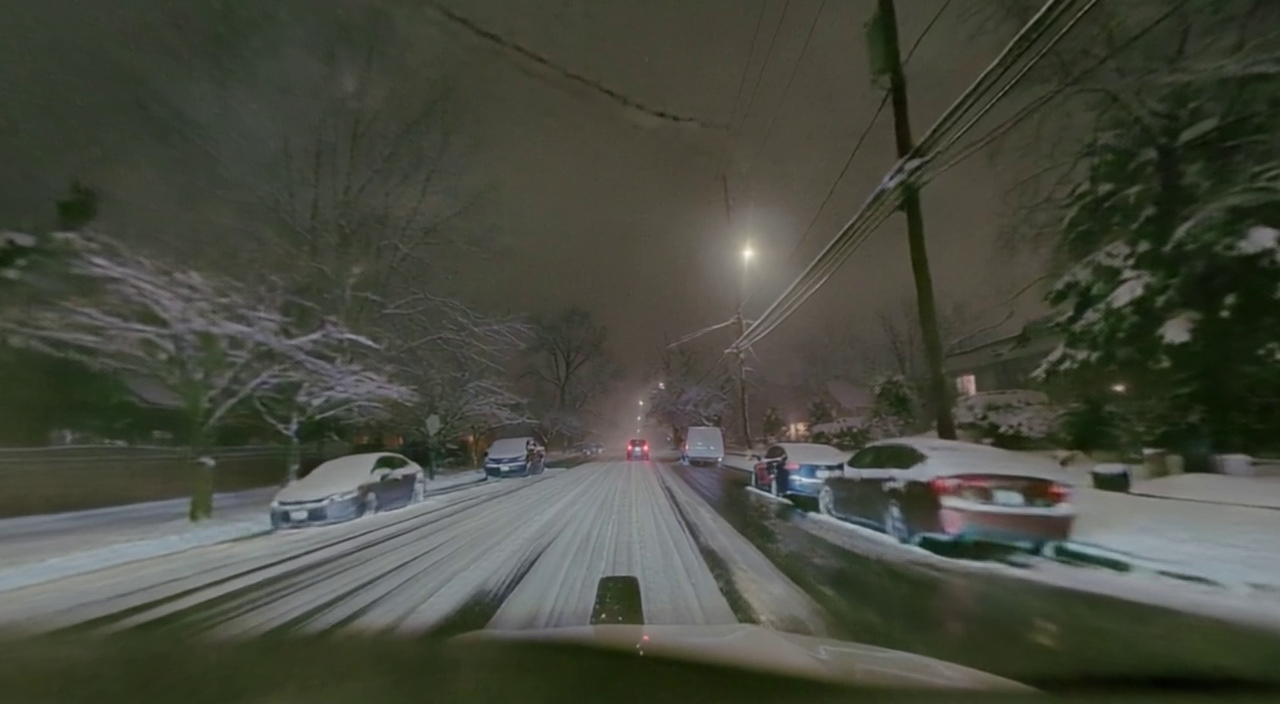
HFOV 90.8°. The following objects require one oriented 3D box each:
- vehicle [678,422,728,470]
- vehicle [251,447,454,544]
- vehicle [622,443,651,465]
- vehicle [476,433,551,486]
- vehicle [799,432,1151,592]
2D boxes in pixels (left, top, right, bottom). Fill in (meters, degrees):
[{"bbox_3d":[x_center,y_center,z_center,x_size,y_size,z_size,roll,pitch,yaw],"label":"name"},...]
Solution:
[{"bbox_3d":[3.882,5.954,40.141,2.384,2.791,5.899,0,-9,-2],"label":"vehicle"},{"bbox_3d":[-6.058,3.017,14.305,2.094,1.433,5.740,-4,-7,-2],"label":"vehicle"},{"bbox_3d":[-0.265,7.559,46.891,2.062,1.509,4.305,0,-8,-1],"label":"vehicle"},{"bbox_3d":[-6.006,5.120,30.769,2.284,2.119,5.984,-3,-7,1],"label":"vehicle"},{"bbox_3d":[3.993,1.982,8.885,2.144,1.572,5.026,0,-9,0],"label":"vehicle"}]
